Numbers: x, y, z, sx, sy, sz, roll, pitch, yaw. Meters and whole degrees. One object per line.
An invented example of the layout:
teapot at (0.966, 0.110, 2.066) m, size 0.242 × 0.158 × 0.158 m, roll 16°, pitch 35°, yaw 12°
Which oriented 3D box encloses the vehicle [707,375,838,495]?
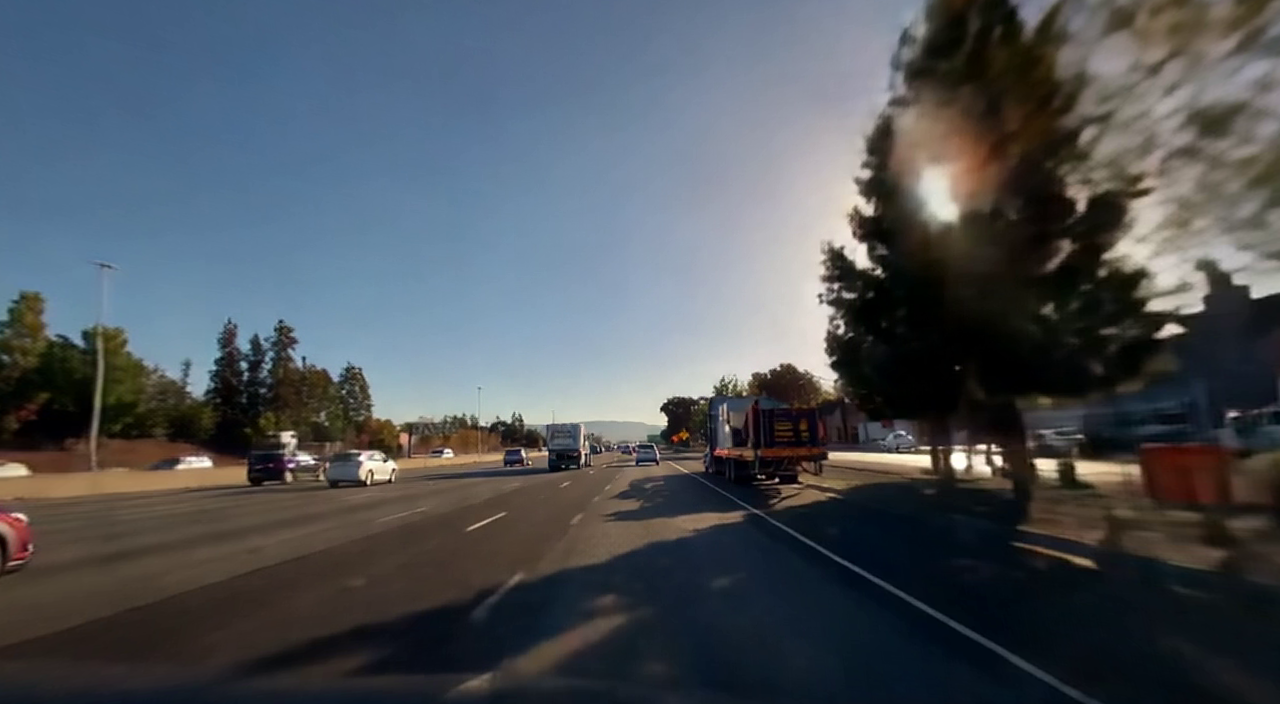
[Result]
vehicle at (4.958, 3.585, 26.618) m, size 2.801 × 3.732 × 11.836 m, roll -4°, pitch -9°, yaw 0°

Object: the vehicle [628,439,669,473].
vehicle at (0.489, 5.940, 36.315) m, size 2.227 × 1.794 × 4.646 m, roll 0°, pitch -8°, yaw 1°

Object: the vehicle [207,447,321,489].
vehicle at (-15.910, 4.908, 27.006) m, size 1.885 × 1.591 × 4.599 m, roll -1°, pitch -8°, yaw 2°

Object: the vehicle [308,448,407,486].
vehicle at (-12.220, 4.992, 27.685) m, size 1.928 × 1.480 × 4.823 m, roll -1°, pitch -8°, yaw 2°

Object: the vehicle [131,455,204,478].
vehicle at (-36.197, 8.739, 48.456) m, size 1.988 × 1.560 × 4.517 m, roll -1°, pitch -8°, yaw 2°

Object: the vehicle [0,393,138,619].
vehicle at (-6.281, 1.088, 4.038) m, size 2.200 × 1.793 × 4.586 m, roll -1°, pitch -8°, yaw 2°

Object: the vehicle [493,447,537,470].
vehicle at (-8.689, 7.410, 44.168) m, size 1.929 × 1.477 × 4.746 m, roll -1°, pitch -8°, yaw 2°
